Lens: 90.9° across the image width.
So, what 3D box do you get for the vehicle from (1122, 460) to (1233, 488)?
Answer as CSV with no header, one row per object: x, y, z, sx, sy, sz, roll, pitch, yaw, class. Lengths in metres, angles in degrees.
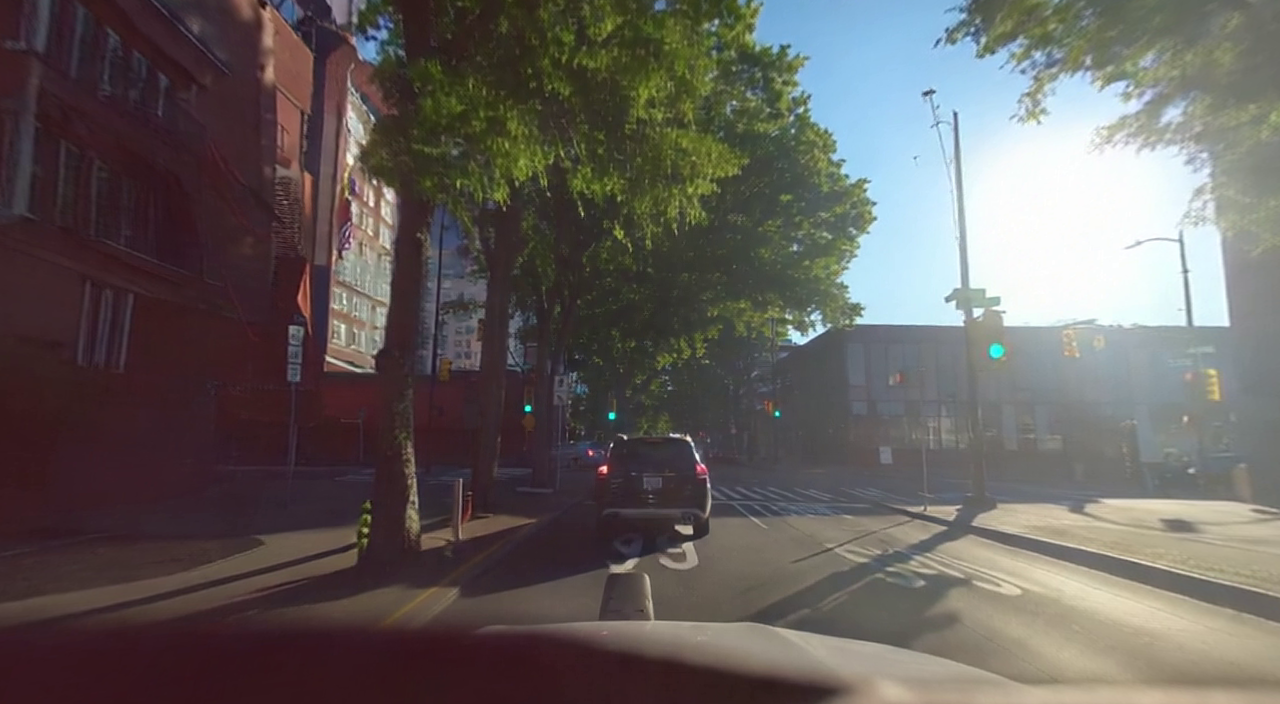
30.490,6.911,35.854,4.668,1.441,1.904,0,-9,-4,vehicle

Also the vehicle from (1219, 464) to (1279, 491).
36.253,7.157,35.920,4.457,1.409,1.873,-1,-9,2,vehicle

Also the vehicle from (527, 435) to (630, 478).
-2.506,4.094,24.955,2.077,1.519,4.282,6,-11,-37,vehicle

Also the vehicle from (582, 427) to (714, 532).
0.208,2.306,11.919,2.079,1.621,3.861,-1,-8,3,vehicle
